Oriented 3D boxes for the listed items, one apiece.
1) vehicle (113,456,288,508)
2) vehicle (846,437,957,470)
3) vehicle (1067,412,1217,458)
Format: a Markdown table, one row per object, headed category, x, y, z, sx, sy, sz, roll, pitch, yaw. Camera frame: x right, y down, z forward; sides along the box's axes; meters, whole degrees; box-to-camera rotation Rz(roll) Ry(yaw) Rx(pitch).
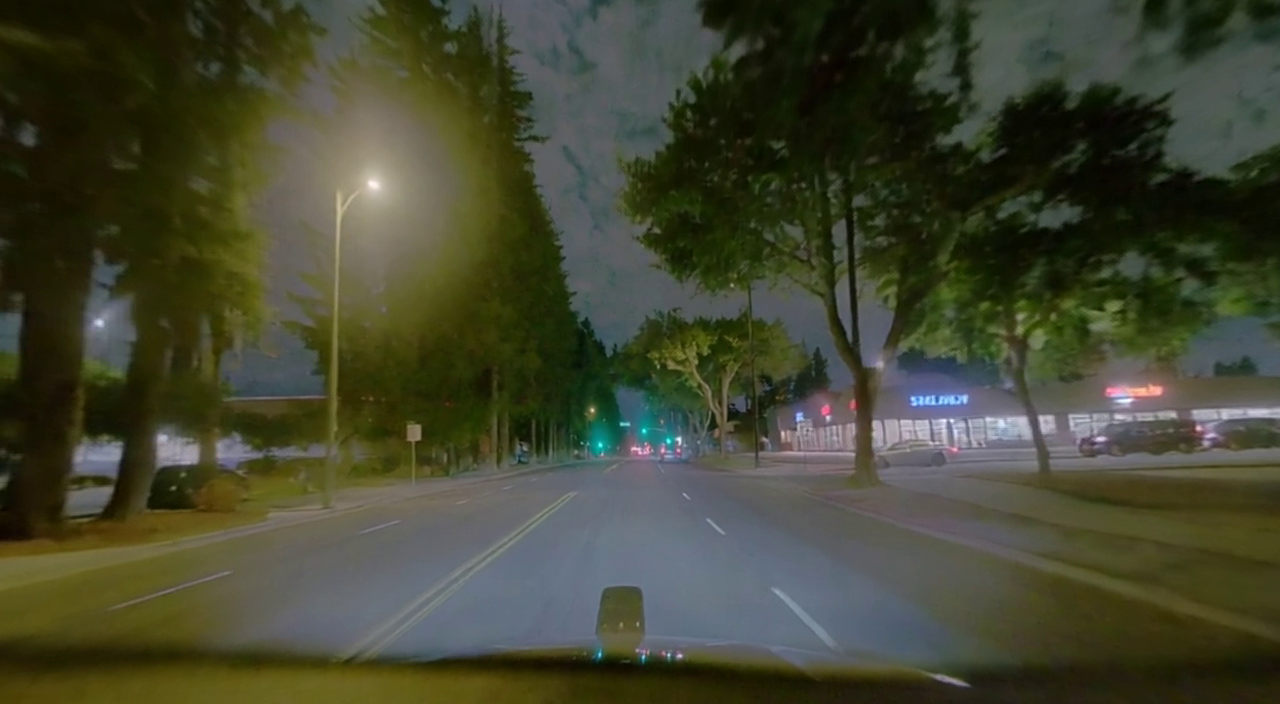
| category | x | y | z | sx | sy | sz | roll | pitch | yaw |
| --- | --- | --- | --- | --- | --- | --- | --- | --- | --- |
| vehicle | -15.297 | 4.522 | 22.192 | 4.579 | 1.701 | 2.033 | -1 | -9 | 1 |
| vehicle | 12.130 | 4.750 | 29.584 | 4.404 | 1.445 | 1.844 | -2 | -9 | 8 |
| vehicle | 25.034 | 4.191 | 31.665 | 5.444 | 1.901 | 2.250 | -3 | -9 | 0 |
